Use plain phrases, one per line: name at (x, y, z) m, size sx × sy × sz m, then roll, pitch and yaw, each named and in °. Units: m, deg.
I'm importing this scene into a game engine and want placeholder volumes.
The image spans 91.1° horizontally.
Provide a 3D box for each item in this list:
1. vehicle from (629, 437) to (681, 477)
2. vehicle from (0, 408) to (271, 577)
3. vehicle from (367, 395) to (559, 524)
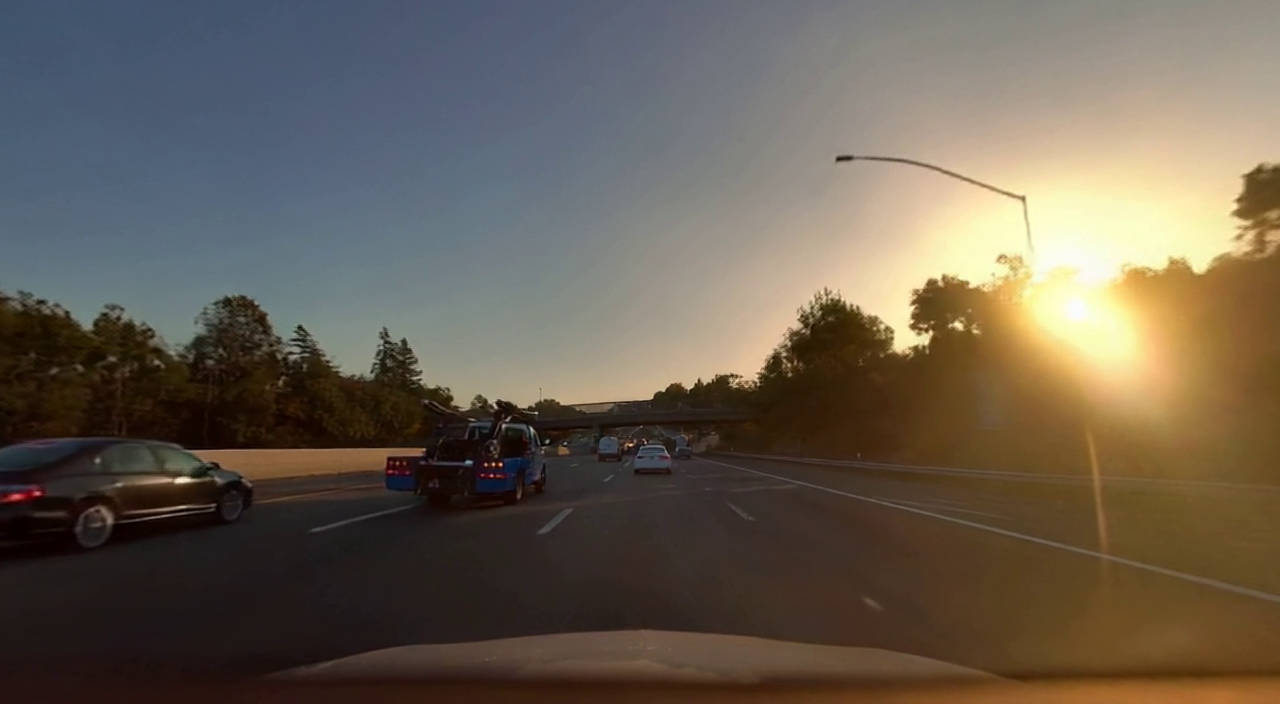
vehicle at (0.661, 4.775, 28.812) m, size 2.165 × 1.653 × 4.456 m, roll 0°, pitch -8°, yaw 1°
vehicle at (-6.911, 1.564, 7.552) m, size 1.926 × 1.561 × 4.868 m, roll 0°, pitch -8°, yaw 1°
vehicle at (-3.238, 2.151, 13.031) m, size 2.292 × 2.070 × 5.532 m, roll 0°, pitch -8°, yaw 1°
